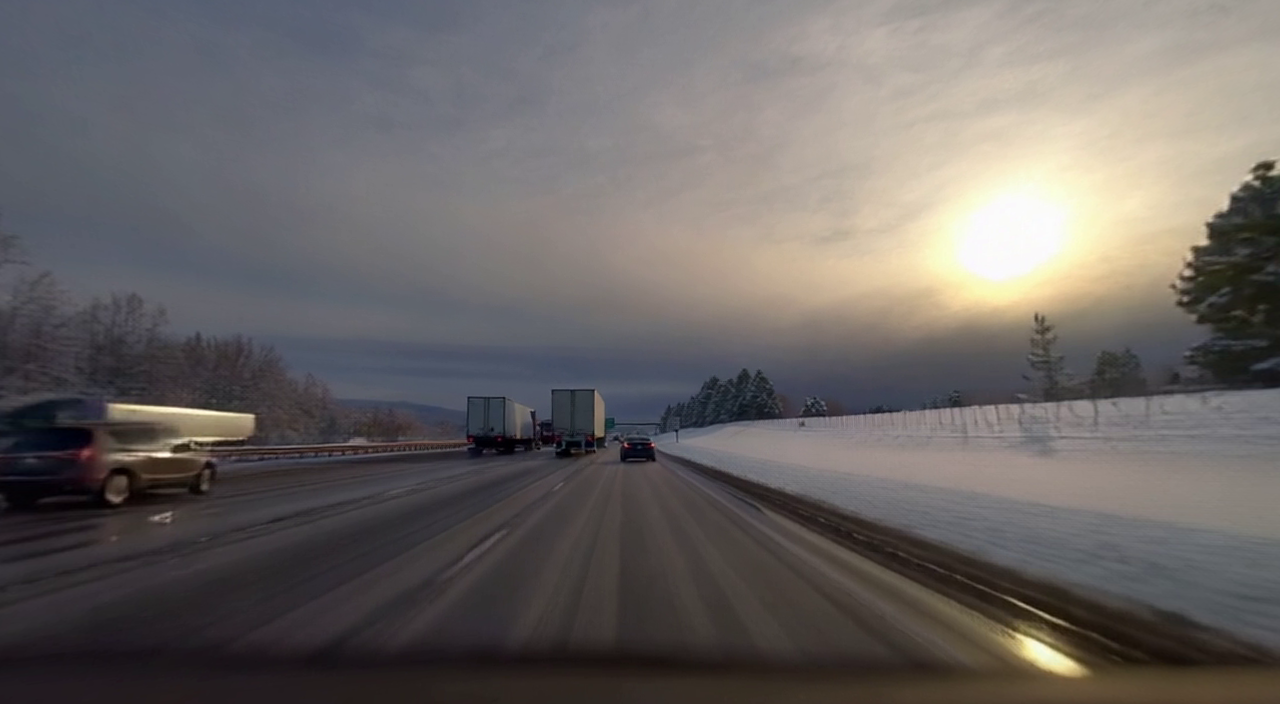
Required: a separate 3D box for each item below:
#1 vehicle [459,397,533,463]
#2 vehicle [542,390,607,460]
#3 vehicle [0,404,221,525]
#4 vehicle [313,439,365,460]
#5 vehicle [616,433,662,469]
[{"bbox_3d":[-8.029,4.510,36.076,2.728,3.405,7.096,0,-8,-2],"label":"vehicle"},{"bbox_3d":[-4.233,5.407,45.267,3.475,4.037,17.454,0,-8,-2],"label":"vehicle"},{"bbox_3d":[-10.751,2.056,12.092,2.153,1.841,4.790,0,-8,-1],"label":"vehicle"},{"bbox_3d":[-23.681,7.661,49.665,1.962,1.548,4.510,0,-8,-1],"label":"vehicle"},{"bbox_3d":[-0.104,4.362,28.015,1.891,1.477,3.599,0,-8,-2],"label":"vehicle"}]
